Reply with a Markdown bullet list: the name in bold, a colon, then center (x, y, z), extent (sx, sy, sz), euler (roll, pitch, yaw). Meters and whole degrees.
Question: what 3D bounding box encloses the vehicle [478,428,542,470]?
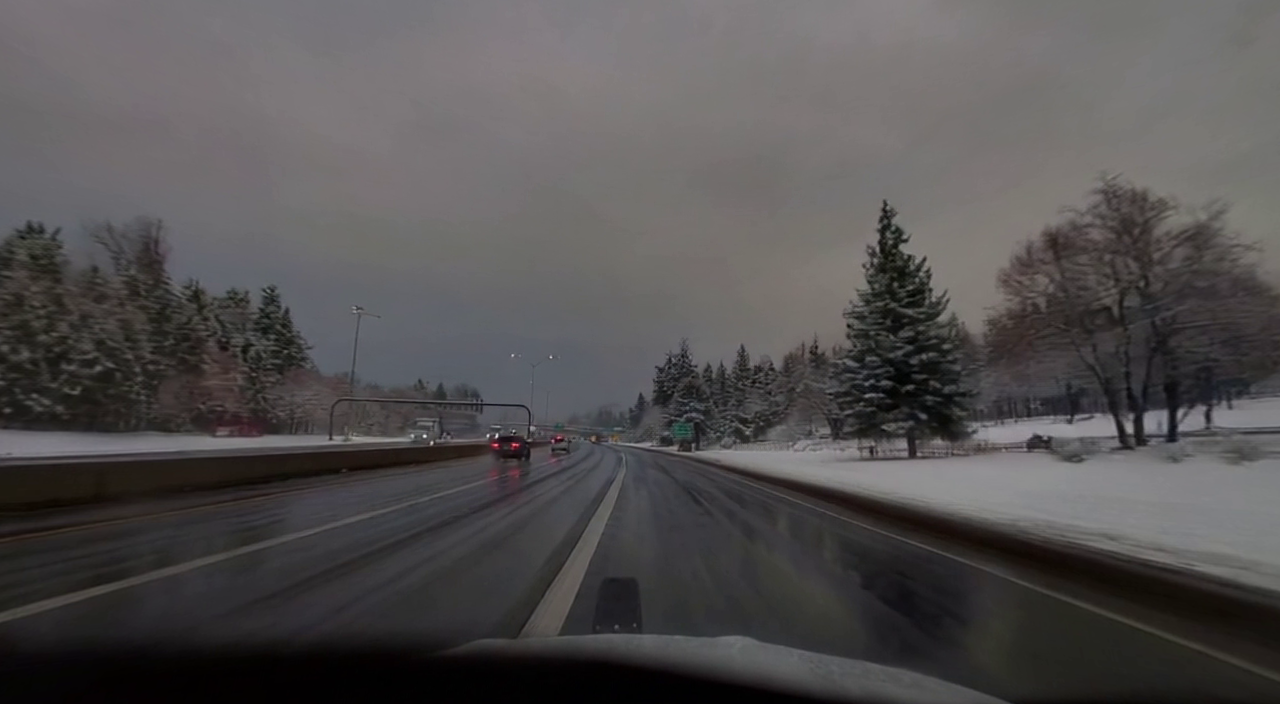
- **vehicle**: center (-6.284, 4.727, 30.962), extent (2.188, 1.896, 4.810), euler (0, -8, -1)
